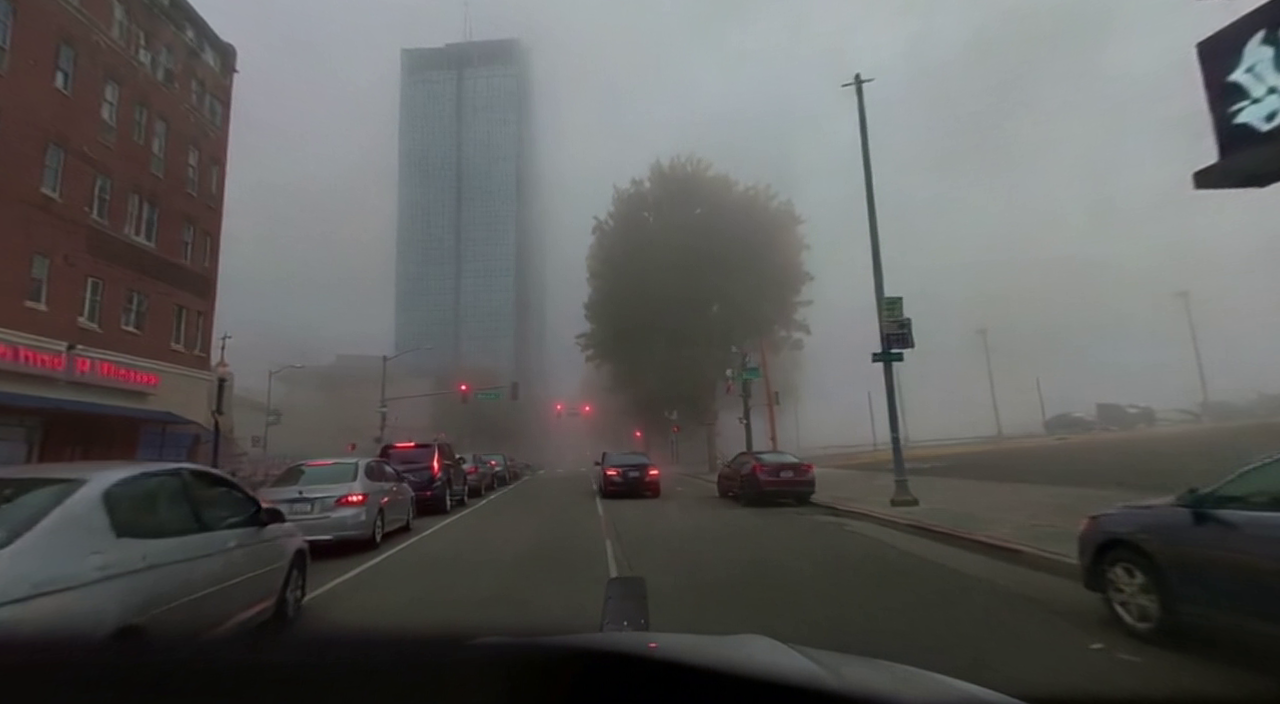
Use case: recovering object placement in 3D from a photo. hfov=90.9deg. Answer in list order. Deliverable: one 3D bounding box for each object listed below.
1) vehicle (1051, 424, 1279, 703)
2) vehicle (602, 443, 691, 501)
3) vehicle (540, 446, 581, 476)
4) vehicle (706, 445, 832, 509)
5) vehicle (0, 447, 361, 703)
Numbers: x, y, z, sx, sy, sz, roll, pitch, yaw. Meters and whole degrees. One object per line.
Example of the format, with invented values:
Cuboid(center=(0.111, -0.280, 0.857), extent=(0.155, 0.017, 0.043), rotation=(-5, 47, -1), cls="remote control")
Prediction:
Cuboid(center=(4.331, 1.112, 2.973), extent=(1.986, 1.555, 3.879), rotation=(0, -8, -3), cls="vehicle")
Cuboid(center=(0.038, 3.463, 18.708), extent=(2.150, 1.464, 4.467), rotation=(1, -8, -5), cls="vehicle")
Cuboid(center=(-4.434, 6.097, 35.525), extent=(2.102, 1.521, 4.078), rotation=(1, -8, -6), cls="vehicle")
Cuboid(center=(3.236, 3.223, 16.875), extent=(1.956, 1.446, 4.537), rotation=(1, -8, -7), cls="vehicle")
Cuboid(center=(-3.169, 1.225, 3.258), extent=(2.169, 1.427, 4.531), rotation=(1, -9, -11), cls="vehicle")
